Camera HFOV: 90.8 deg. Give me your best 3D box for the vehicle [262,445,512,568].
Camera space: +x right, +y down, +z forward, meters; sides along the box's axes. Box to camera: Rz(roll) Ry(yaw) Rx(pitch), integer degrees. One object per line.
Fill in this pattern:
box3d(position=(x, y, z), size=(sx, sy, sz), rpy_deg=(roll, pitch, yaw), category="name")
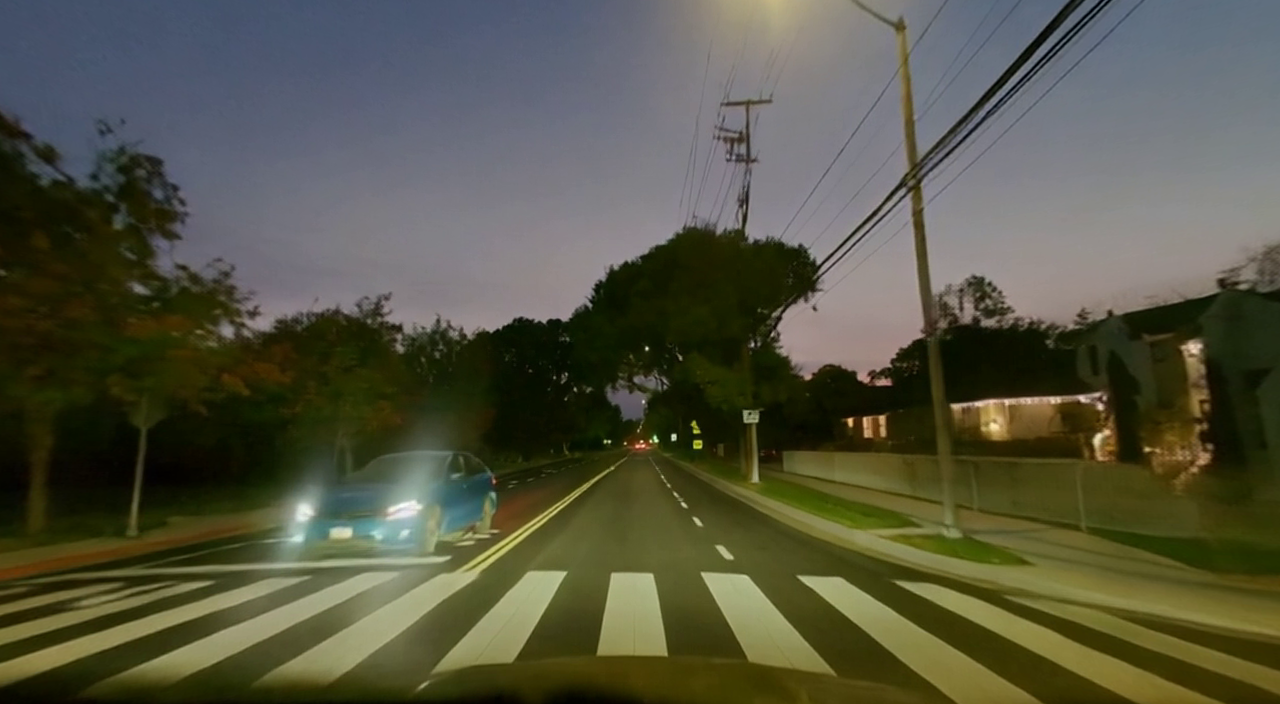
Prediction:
box3d(position=(-3.466, 2.163, 9.680), size=(2.102, 1.463, 4.024), rpy_deg=(0, -8, 1), category="vehicle")
